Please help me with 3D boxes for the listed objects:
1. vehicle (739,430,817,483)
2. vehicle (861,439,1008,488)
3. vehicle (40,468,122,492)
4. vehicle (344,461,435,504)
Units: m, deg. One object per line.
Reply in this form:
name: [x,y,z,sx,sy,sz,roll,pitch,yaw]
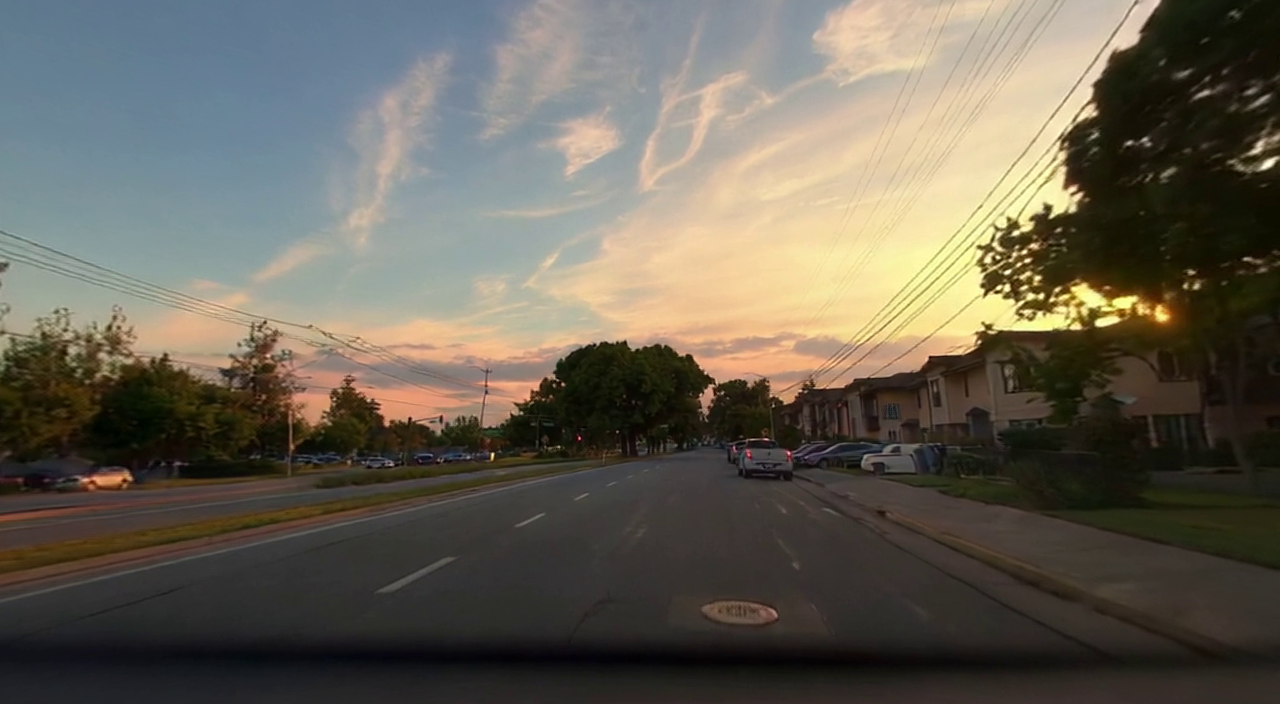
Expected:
vehicle: [5.294,4.071,24.902,2.359,1.817,4.985,0,-8,5]
vehicle: [11.245,4.242,24.479,2.038,1.680,4.660,6,-10,-36]
vehicle: [-43.730,9.992,49.579,1.946,1.637,4.683,0,-8,3]
vehicle: [-9.673,5.034,24.761,1.688,1.424,3.786,-1,-8,6]
